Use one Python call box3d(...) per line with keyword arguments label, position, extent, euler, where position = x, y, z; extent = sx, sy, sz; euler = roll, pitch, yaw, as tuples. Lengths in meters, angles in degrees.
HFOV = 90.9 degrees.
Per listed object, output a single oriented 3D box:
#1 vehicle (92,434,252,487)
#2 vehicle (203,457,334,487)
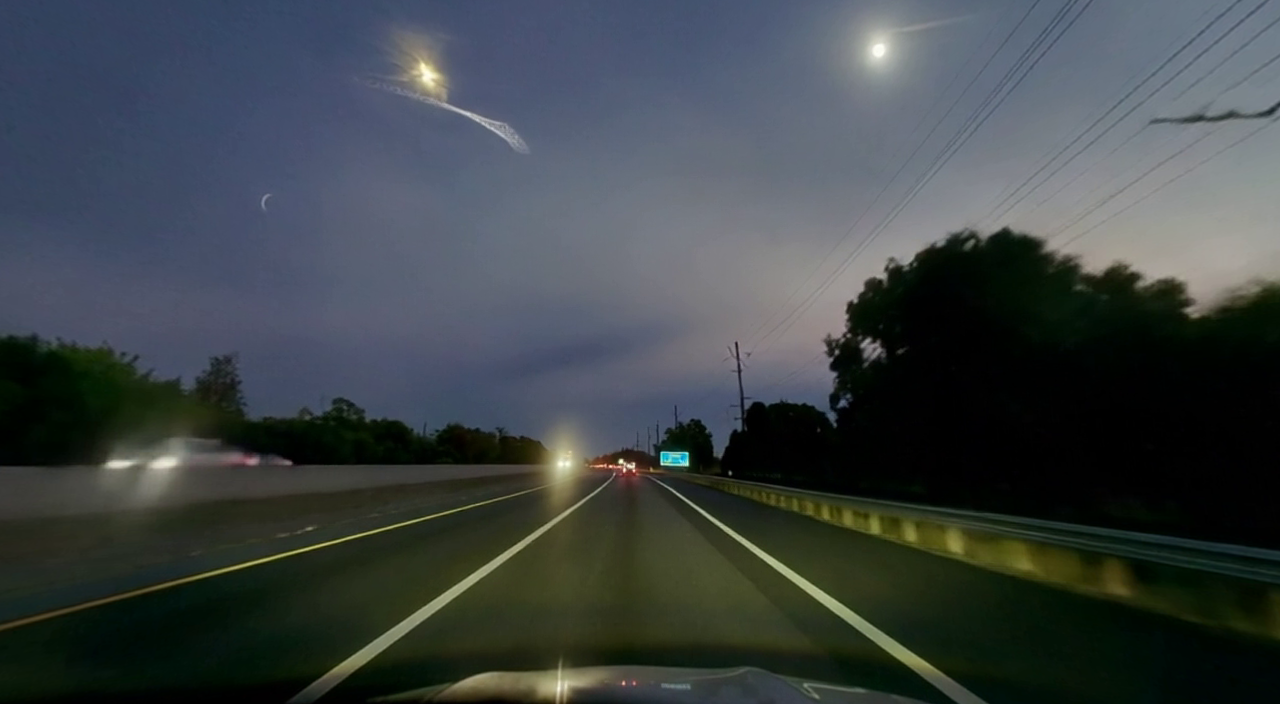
box3d(label="vehicle", position=(-16.760, 3.987, 22.984), extent=(2.090, 1.672, 4.796), euler=(1, -10, 0))
box3d(label="vehicle", position=(-16.853, 5.528, 29.082), extent=(2.523, 1.205, 5.799), euler=(1, -10, 0))
